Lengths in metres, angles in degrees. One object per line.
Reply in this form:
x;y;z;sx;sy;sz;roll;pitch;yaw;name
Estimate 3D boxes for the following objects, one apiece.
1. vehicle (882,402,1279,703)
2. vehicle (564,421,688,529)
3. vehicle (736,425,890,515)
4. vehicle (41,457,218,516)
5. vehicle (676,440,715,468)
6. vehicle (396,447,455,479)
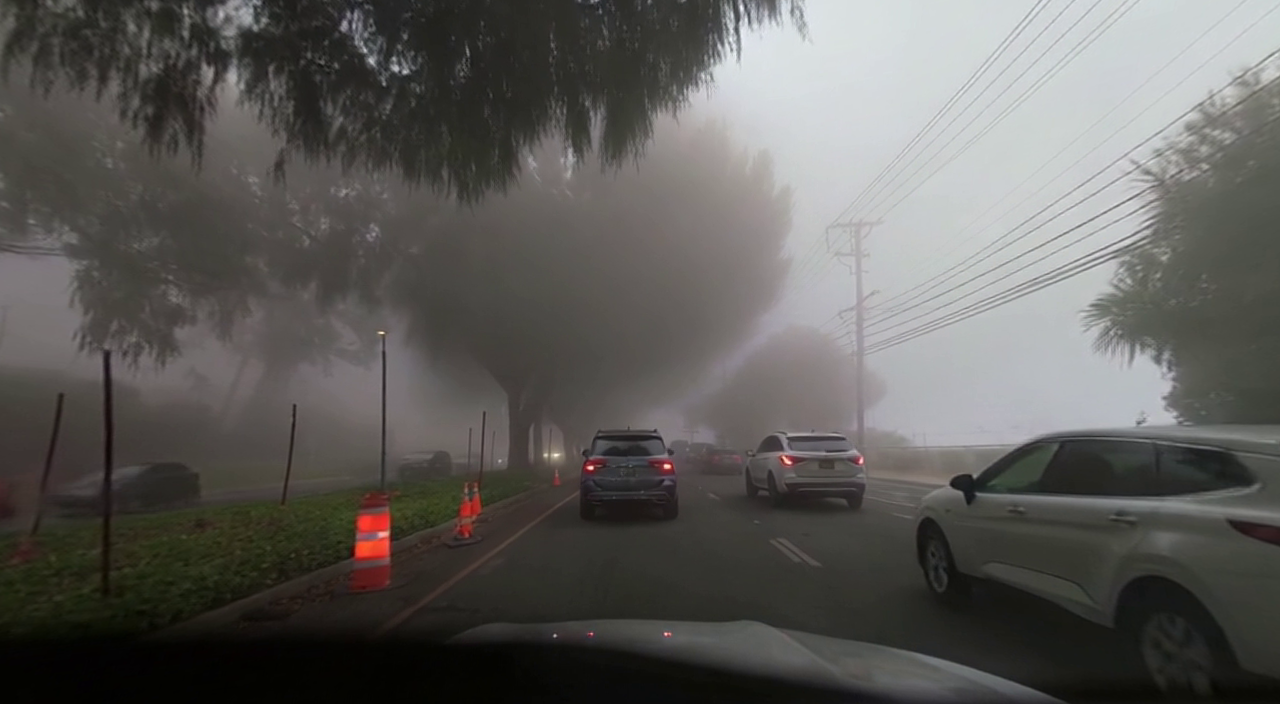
3.393;1.130;3.860;1.977;1.460;4.565;0;-8;0;vehicle
-0.275;2.332;12.525;2.050;1.745;3.915;0;-8;-1;vehicle
3.757;2.656;14.753;2.116;1.726;4.672;0;-8;-2;vehicle
-16.494;4.316;20.832;1.922;1.588;4.682;-1;-8;0;vehicle
3.694;6.896;42.910;2.175;1.788;4.271;0;-8;-2;vehicle
-12.658;6.544;37.572;1.911;1.693;4.452;-1;-8;0;vehicle
